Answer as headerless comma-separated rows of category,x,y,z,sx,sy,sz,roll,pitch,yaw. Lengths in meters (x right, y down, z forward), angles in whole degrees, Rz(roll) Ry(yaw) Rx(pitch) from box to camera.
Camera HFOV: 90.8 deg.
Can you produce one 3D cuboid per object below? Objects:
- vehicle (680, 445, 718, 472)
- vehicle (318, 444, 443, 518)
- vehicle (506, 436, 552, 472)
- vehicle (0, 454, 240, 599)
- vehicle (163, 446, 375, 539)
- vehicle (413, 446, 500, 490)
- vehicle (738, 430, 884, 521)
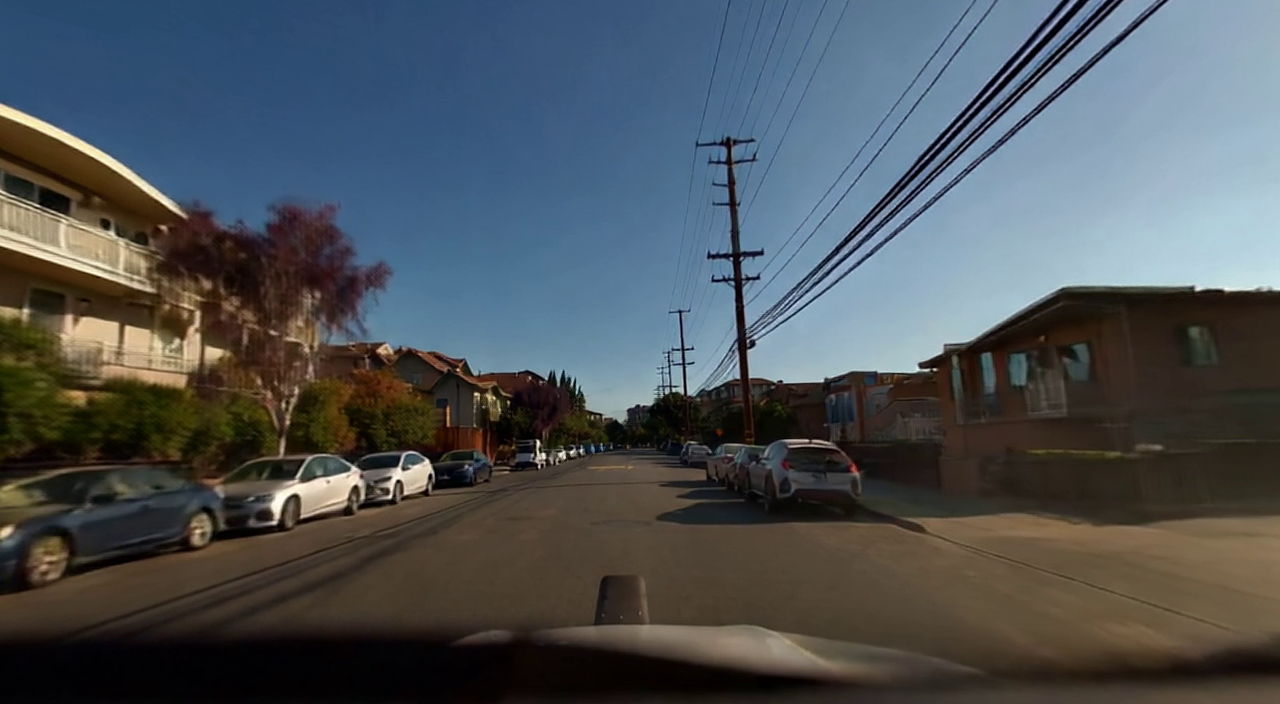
vehicle,3.667,6.693,39.994,1.925,1.634,4.419,0,-8,0
vehicle,-7.660,3.774,19.219,1.981,1.651,4.683,-5,-6,-3
vehicle,-7.712,7.130,44.540,2.351,2.251,5.856,-2,-8,-2
vehicle,-7.610,2.170,8.601,1.873,1.437,4.068,-1,-9,-4
vehicle,-7.796,2.996,13.997,1.917,1.618,4.825,-1,-10,-2
vehicle,-7.490,4.759,26.337,2.145,1.488,4.646,-3,-8,1
vehicle,3.621,2.702,14.381,2.095,1.694,4.592,0,-9,1
